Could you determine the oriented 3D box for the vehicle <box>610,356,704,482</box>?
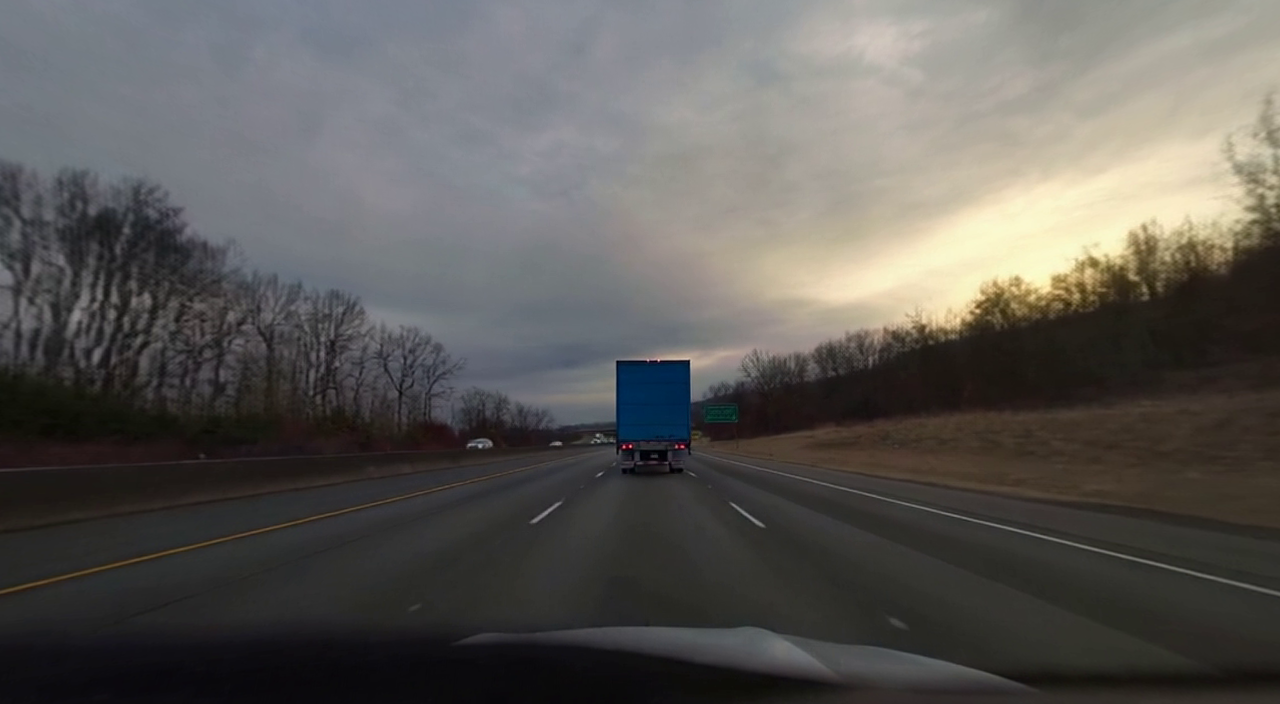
[{"bbox_3d":[0.543,2.897,25.503,3.010,4.039,10.481,0,-8,0],"label":"vehicle"}]
